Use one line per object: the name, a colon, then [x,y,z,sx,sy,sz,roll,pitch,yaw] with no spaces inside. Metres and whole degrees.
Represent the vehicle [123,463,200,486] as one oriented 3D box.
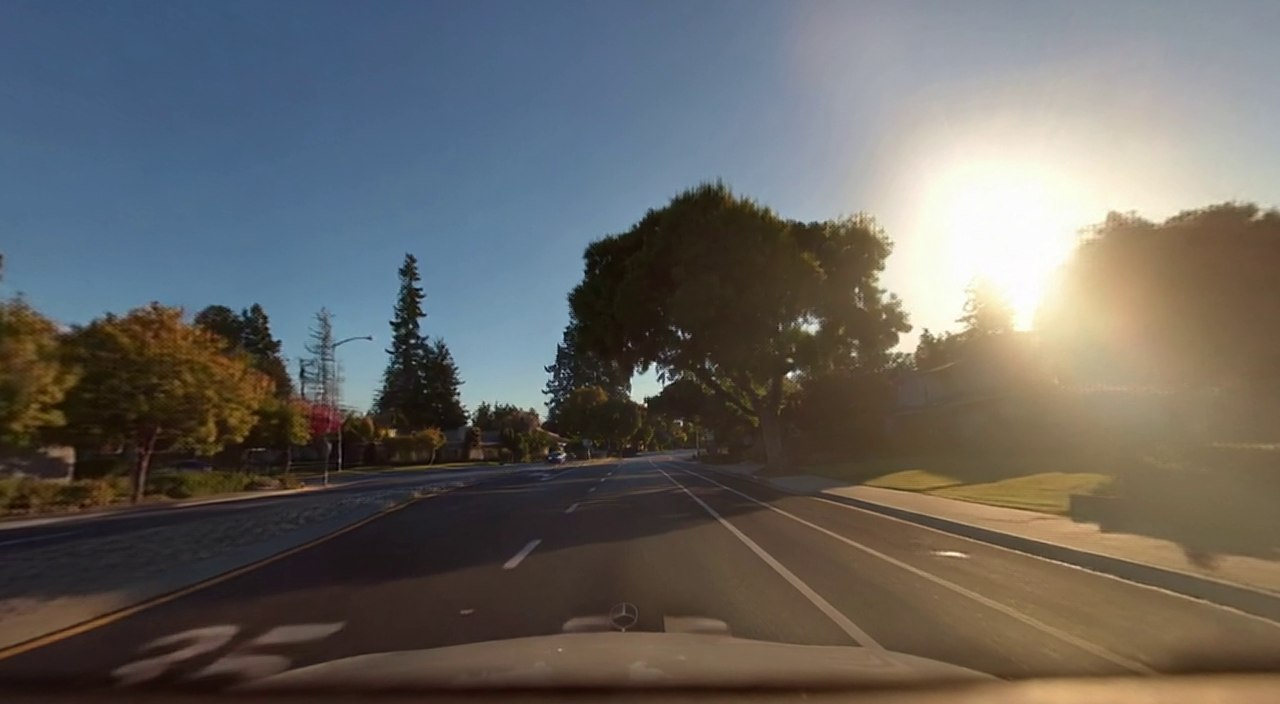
vehicle: [-37.016,9.447,48.777,1.845,1.560,4.296,-4,-9,24]
